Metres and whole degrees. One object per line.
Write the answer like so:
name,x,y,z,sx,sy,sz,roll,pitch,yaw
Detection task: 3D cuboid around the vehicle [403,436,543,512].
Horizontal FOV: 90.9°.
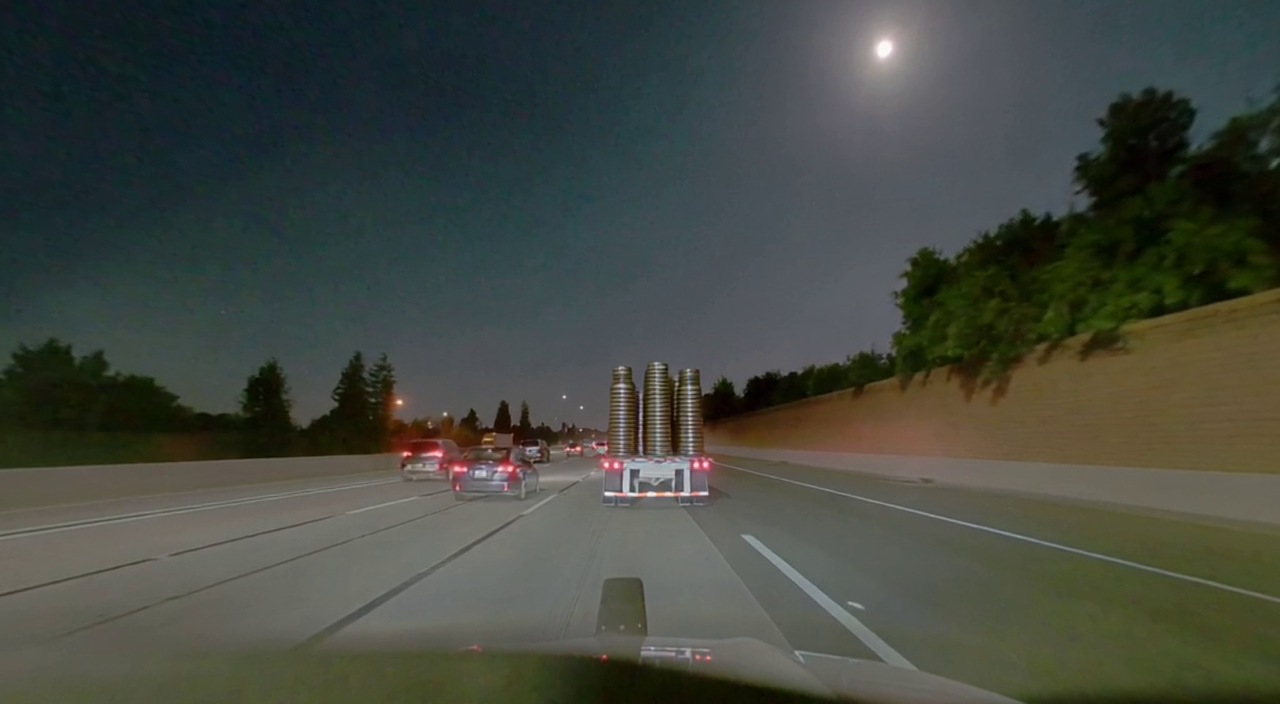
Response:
vehicle,-3.664,2.758,14.834,1.974,1.475,4.538,0,-8,1

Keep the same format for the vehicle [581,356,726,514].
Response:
vehicle,0.305,2.223,16.607,2.798,3.071,8.412,0,-8,1
